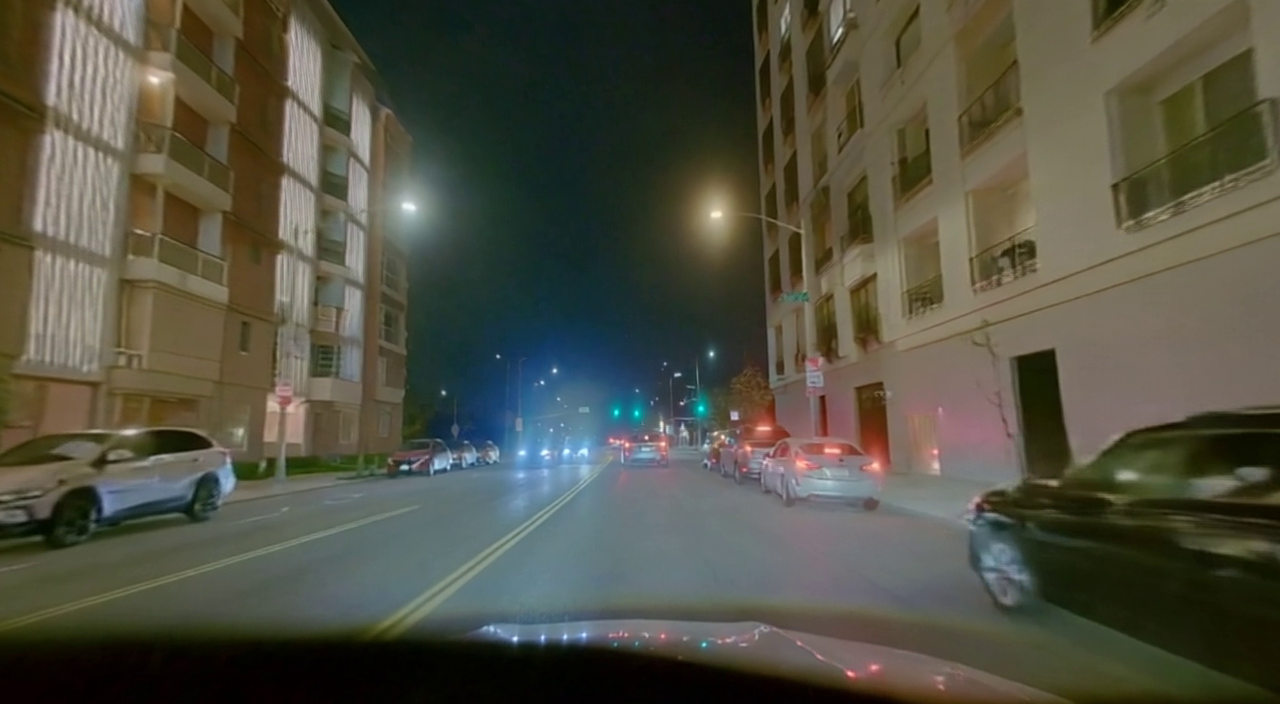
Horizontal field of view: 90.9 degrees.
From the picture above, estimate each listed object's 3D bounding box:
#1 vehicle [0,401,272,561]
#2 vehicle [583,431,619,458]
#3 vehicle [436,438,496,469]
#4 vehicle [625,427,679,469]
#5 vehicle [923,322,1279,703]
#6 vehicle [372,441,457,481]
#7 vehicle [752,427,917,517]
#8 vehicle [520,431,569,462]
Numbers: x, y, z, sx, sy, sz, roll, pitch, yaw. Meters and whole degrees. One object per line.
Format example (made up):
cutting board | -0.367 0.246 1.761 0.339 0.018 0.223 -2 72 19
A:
vehicle | -9.251 2.064 10.911 2.457 2.048 5.461 0 -8 0
vehicle | -2.613 6.366 43.321 2.219 1.746 4.197 0 -8 0
vehicle | -9.298 5.476 34.114 2.002 1.546 4.339 0 -8 0
vehicle | 0.539 4.337 28.633 2.261 1.740 4.065 0 -8 1
vehicle | 3.718 0.863 3.165 2.260 1.789 4.810 0 -8 -1
vehicle | -9.211 4.462 26.195 2.021 1.474 4.337 0 -8 -2
vehicle | 3.640 2.335 12.785 2.033 1.470 4.502 -1 -8 2
vehicle | -5.982 6.003 40.166 2.345 1.831 4.828 -1 -8 1
